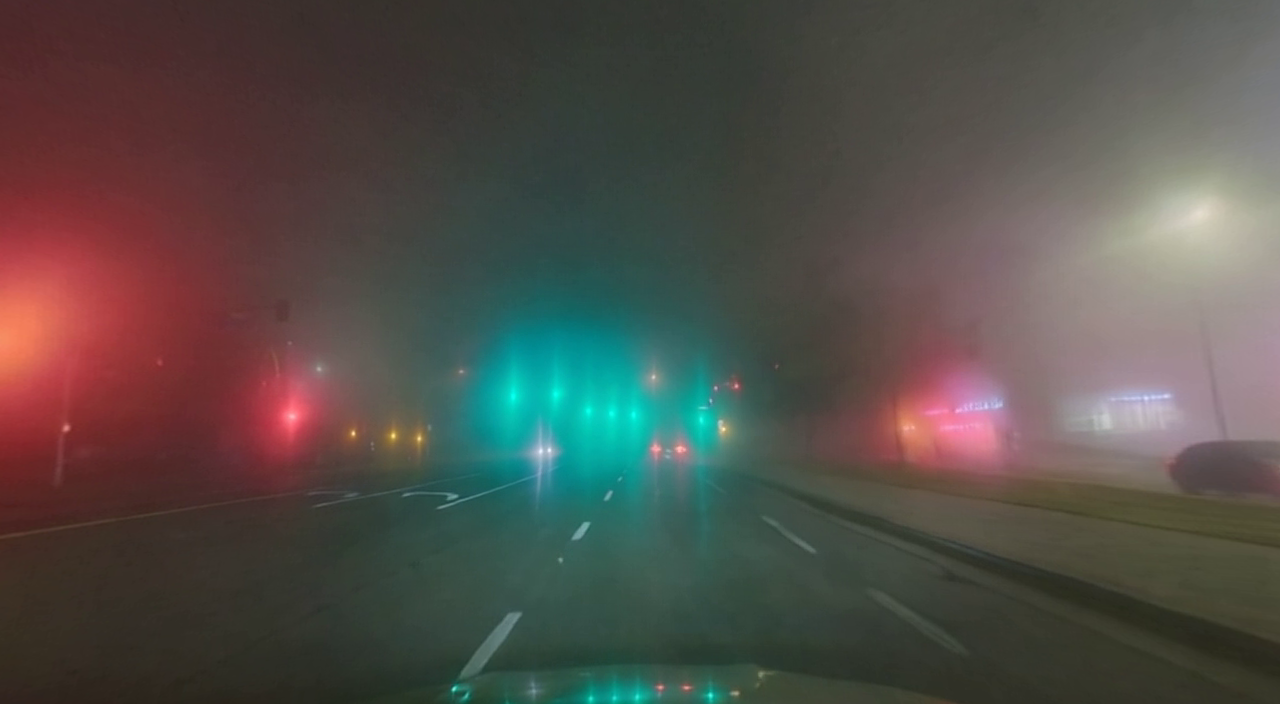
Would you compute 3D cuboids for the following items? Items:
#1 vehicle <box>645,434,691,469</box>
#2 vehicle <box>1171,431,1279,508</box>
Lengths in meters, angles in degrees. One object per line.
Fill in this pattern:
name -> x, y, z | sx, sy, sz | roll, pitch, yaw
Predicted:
vehicle -> 1.417, 5.227, 33.293 | 2.230, 1.683, 4.204 | 0, -8, 1
vehicle -> 14.330, 2.423, 13.355 | 4.602, 1.461, 1.899 | 1, -8, -5
